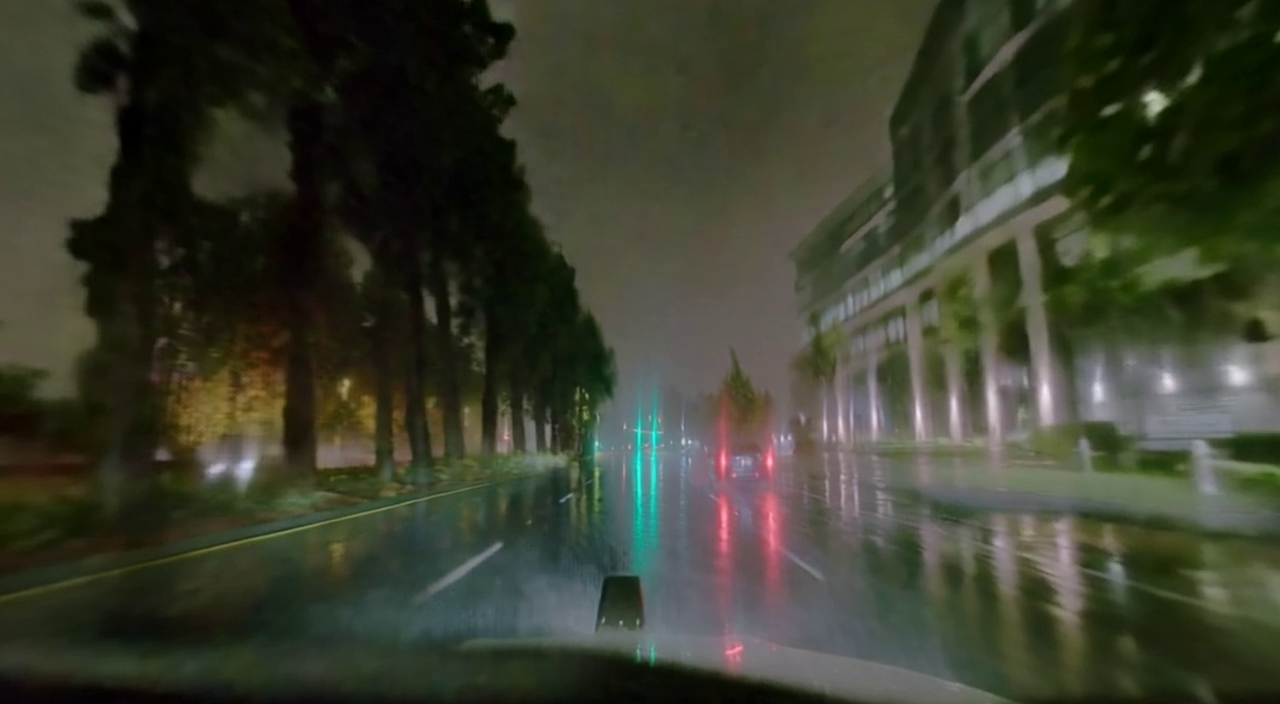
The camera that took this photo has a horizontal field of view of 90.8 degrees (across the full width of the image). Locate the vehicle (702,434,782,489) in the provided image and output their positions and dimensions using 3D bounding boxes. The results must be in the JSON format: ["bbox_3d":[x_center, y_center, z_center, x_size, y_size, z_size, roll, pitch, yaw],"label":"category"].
[{"bbox_3d":[3.526,3.882,22.697,2.083,1.743,4.354,0,-8,-1],"label":"vehicle"}]

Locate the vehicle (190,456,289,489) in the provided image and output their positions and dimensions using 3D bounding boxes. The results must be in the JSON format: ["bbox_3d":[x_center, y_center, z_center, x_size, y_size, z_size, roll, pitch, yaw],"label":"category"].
[{"bbox_3d":[-19.903,5.972,31.692,1.880,1.455,4.654,0,-9,1],"label":"vehicle"}]
